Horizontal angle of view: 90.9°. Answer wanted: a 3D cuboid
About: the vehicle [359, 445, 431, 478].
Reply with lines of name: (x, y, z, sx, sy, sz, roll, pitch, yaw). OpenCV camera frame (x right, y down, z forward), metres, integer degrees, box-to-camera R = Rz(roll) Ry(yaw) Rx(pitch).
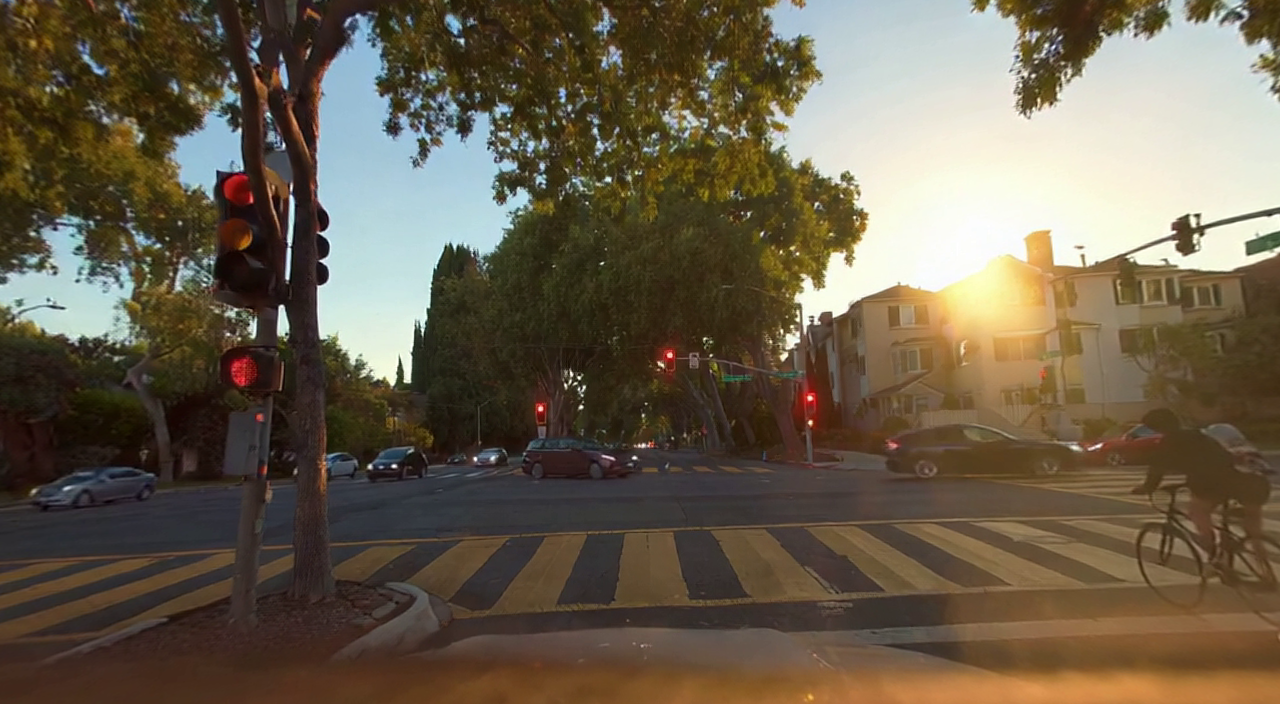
vehicle: (-14.062, 6.312, 36.561, 2.093, 1.769, 4.971, 0, -9, 1)

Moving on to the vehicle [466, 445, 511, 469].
vehicle: (-10.038, 6.993, 42.069, 2.017, 1.496, 4.749, 0, -9, -3)

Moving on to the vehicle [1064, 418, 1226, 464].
vehicle: (17.326, 3.091, 21.788, 3.969, 1.493, 1.823, 0, -9, 1)

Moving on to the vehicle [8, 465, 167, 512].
vehicle: (-20.899, 5.145, 24.178, 1.860, 1.473, 4.655, 0, -9, 1)

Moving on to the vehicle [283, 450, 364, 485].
vehicle: (-17.331, 6.308, 34.768, 2.006, 1.735, 4.591, 0, -9, 1)

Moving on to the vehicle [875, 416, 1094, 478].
vehicle: (9.924, 2.828, 18.670, 5.217, 1.673, 2.006, -2, -9, 11)

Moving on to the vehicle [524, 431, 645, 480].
vehicle: (-2.353, 4.141, 25.389, 2.191, 1.731, 5.188, 7, -11, -41)
